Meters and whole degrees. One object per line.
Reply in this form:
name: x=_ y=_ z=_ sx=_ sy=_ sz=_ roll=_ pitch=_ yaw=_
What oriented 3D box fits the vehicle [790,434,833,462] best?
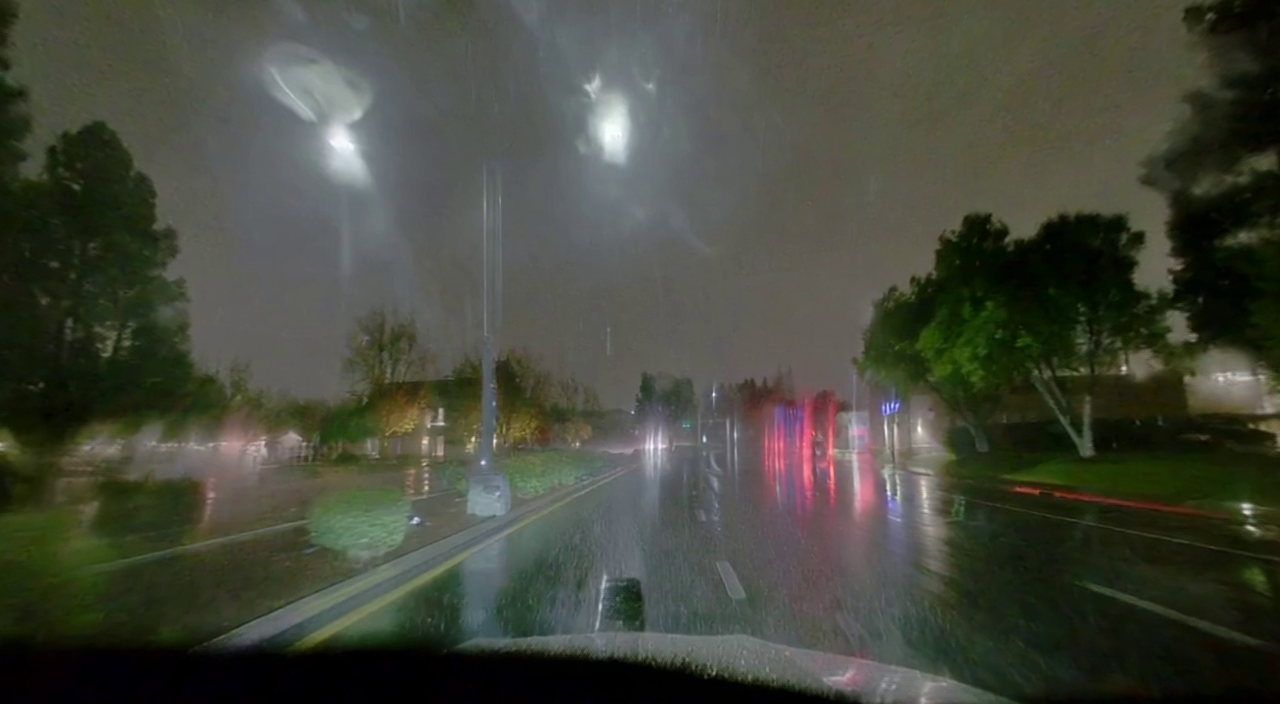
vehicle: x=12.789 y=7.199 z=47.543 sx=2.200 sy=1.944 sz=5.935 roll=-1 pitch=-8 yaw=6

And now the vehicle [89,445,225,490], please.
vehicle: x=-18.819 y=4.538 z=24.929 sx=1.891 sy=1.510 sz=4.266 roll=-3 pitch=-10 yaw=2
